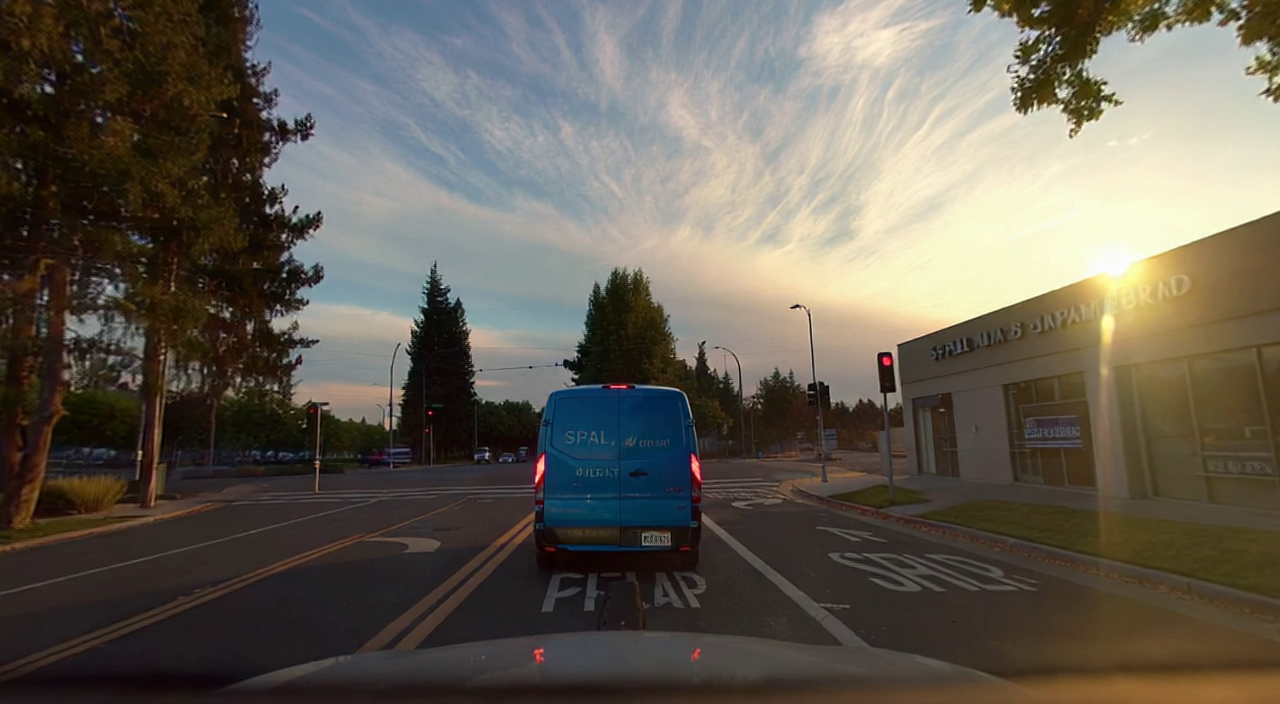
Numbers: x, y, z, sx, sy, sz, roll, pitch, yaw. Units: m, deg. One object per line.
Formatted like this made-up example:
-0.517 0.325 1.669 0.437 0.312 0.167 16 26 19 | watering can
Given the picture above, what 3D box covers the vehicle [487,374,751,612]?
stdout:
-0.297 1.462 7.290 2.181 1.949 3.932 1 -9 -4 | vehicle
